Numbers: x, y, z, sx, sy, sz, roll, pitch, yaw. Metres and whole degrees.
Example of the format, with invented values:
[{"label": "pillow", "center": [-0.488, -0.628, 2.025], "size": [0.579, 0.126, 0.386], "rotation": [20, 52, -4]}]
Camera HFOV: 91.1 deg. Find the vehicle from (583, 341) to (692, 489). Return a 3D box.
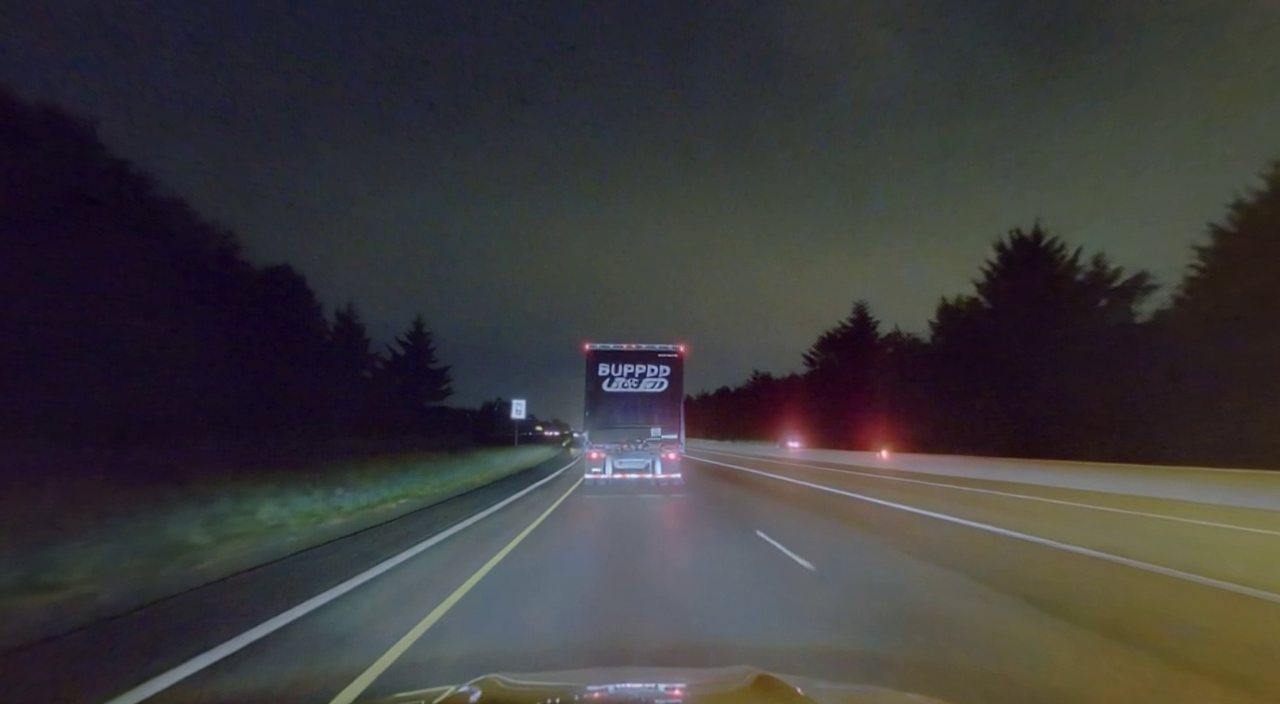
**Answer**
[{"label": "vehicle", "center": [-0.221, 2.250, 21.070], "size": [2.870, 3.911, 8.697], "rotation": [0, -8, -2]}]
